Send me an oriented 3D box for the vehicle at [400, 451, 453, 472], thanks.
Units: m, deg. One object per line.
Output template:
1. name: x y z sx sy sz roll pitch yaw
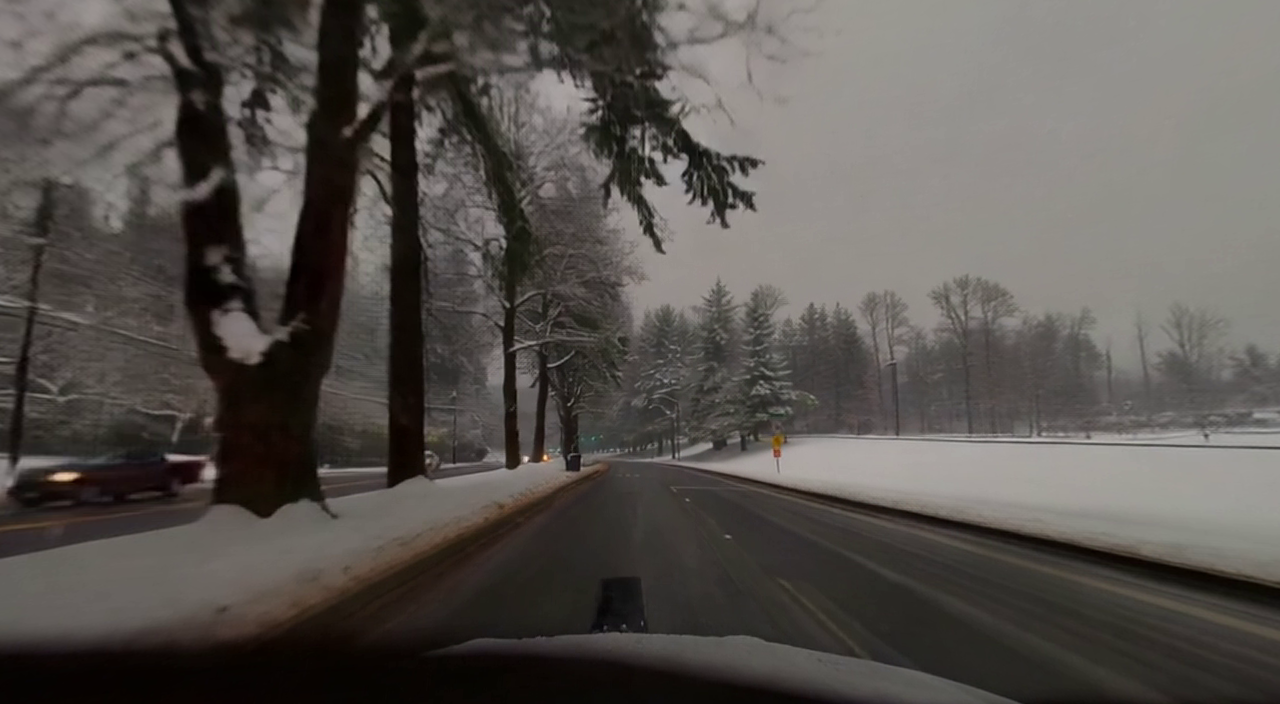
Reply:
1. vehicle: -16.289 8.395 48.349 2.200 1.496 4.809 -1 -9 2

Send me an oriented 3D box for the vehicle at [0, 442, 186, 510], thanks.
1. vehicle: -17.160 3.788 19.747 2.064 1.844 4.845 -1 -9 3
